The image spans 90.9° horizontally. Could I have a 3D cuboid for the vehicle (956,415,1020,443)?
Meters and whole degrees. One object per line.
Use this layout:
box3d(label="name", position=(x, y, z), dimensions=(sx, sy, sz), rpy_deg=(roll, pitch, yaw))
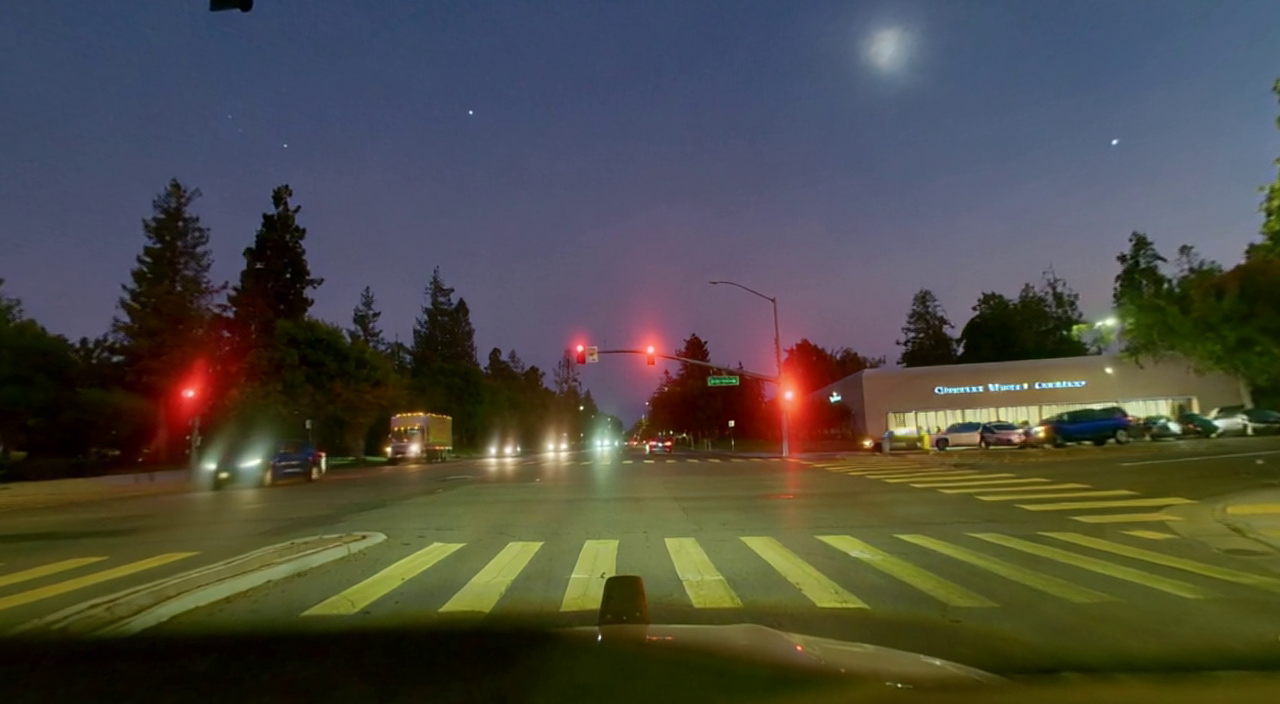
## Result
box3d(label="vehicle", position=(23.207, 5.218, 42.149), dimensions=(1.930, 1.761, 3.911), rpy_deg=(0, -8, -1))

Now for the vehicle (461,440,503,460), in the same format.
box3d(label="vehicle", position=(-12.136, 7.578, 48.724), dimensions=(1.996, 1.482, 4.772), rpy_deg=(0, -8, 1))

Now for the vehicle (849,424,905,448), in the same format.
box3d(label="vehicle", position=(17.419, 6.240, 46.507), dimensions=(3.329, 1.415, 1.821), rpy_deg=(-6, -9, 2))

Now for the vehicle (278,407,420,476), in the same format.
box3d(label="vehicle", position=(-16.636, 5.333, 37.427), dimensions=(3.161, 3.455, 11.058), rpy_deg=(0, -8, 0))

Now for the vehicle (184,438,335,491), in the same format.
box3d(label="vehicle", position=(-11.876, 3.520, 20.140), dimensions=(1.996, 1.489, 4.566), rpy_deg=(0, -8, 0))

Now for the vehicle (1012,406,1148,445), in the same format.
box3d(label="vehicle", position=(19.552, 3.325, 28.149), dimensions=(4.566, 1.670, 2.000), rpy_deg=(0, -8, -2))
